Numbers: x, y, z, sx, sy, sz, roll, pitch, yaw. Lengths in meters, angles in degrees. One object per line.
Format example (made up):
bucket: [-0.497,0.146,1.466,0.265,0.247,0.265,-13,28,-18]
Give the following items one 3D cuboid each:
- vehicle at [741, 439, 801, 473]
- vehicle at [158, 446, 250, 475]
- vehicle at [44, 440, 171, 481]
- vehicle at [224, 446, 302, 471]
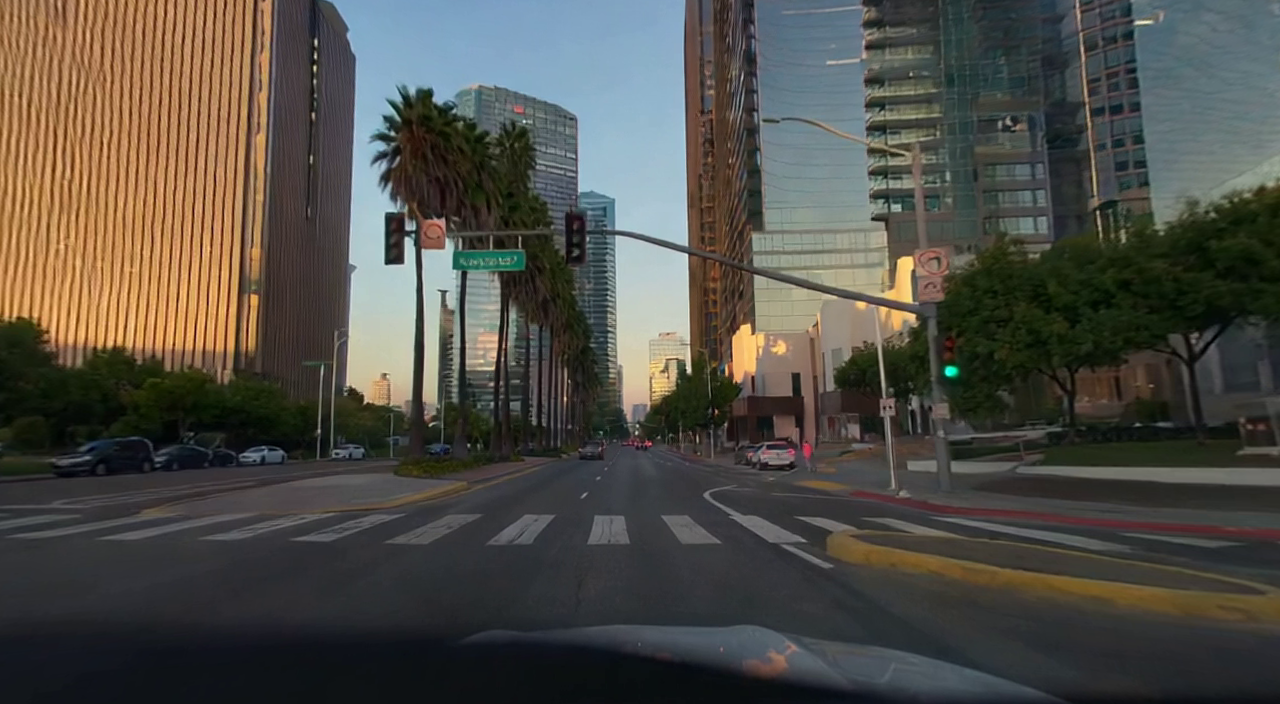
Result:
vehicle: [7.109,5.684,34.763,2.225,1.727,4.418,0,-9,-2]
vehicle: [-24.223,6.013,35.330,1.792,1.461,4.569,0,-8,1]
vehicle: [-24.338,4.953,29.139,1.891,1.737,4.597,0,-8,-2]
vehicle: [-24.304,6.838,41.015,1.905,1.496,4.960,-1,-9,2]
